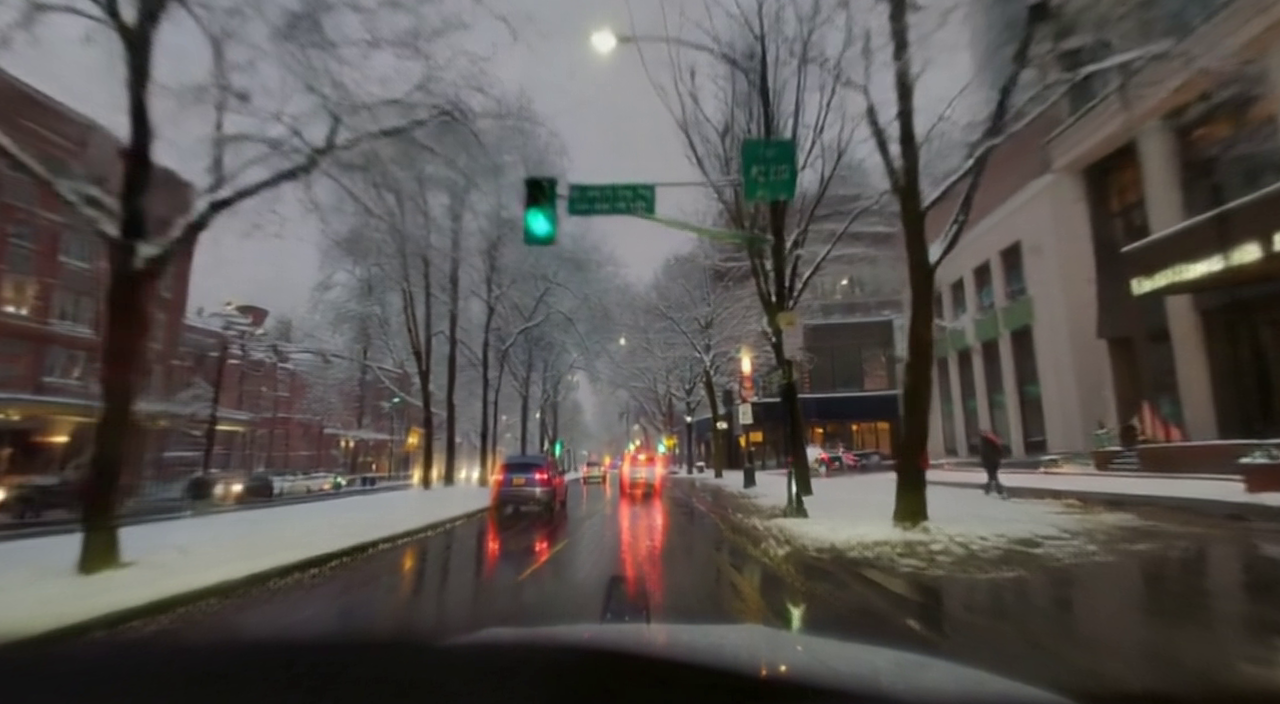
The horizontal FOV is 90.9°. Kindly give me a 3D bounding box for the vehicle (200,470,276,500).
[{"bbox_3d":[-27.600,9.115,43.502,1.998,1.797,5.035,1,-10,-2],"label":"vehicle"}]

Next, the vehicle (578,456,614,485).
[{"bbox_3d":[-2.909,8.031,42.803,2.220,1.847,4.587,0,-10,-2],"label":"vehicle"}]

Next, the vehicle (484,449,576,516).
[{"bbox_3d":[-3.080,3.766,18.514,1.940,1.722,3.823,0,-10,1],"label":"vehicle"}]

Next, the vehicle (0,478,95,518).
[{"bbox_3d":[-29.510,7.021,30.698,1.898,1.641,4.644,1,-10,-3],"label":"vehicle"}]

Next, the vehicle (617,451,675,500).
[{"bbox_3d":[0.186,4.818,24.836,2.120,1.758,3.917,0,-10,-1],"label":"vehicle"}]
